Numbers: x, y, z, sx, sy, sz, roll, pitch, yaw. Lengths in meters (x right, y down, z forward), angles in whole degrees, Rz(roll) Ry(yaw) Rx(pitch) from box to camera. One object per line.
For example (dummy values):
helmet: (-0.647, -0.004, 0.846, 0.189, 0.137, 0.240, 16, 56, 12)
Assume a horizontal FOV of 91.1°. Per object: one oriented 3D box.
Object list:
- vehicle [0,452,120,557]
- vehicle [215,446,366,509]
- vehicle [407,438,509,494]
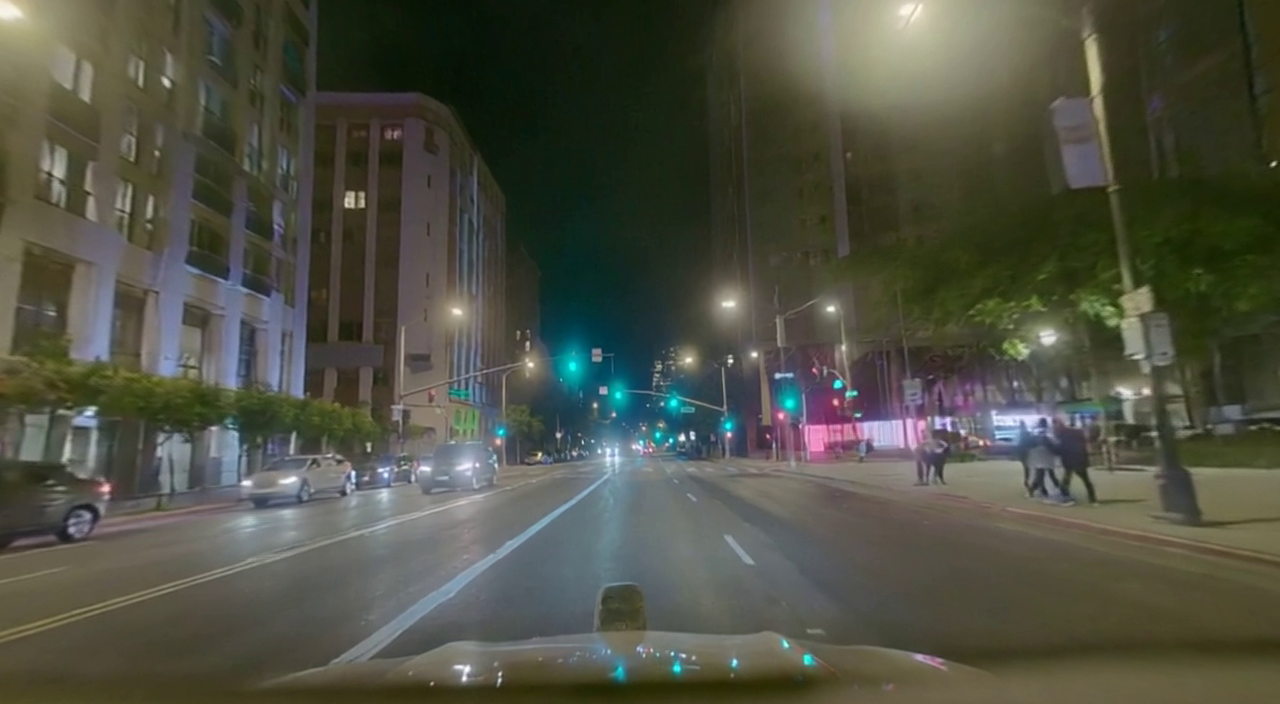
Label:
vehicle: (-12.341, 2.719, 11.123, 2.075, 1.809, 4.804, 0, -8, 0)
vehicle: (-12.211, 4.363, 22.551, 2.126, 1.963, 5.547, 0, -8, 1)
vehicle: (-6.044, 3.816, 21.461, 2.128, 1.704, 4.343, 0, -8, 1)
